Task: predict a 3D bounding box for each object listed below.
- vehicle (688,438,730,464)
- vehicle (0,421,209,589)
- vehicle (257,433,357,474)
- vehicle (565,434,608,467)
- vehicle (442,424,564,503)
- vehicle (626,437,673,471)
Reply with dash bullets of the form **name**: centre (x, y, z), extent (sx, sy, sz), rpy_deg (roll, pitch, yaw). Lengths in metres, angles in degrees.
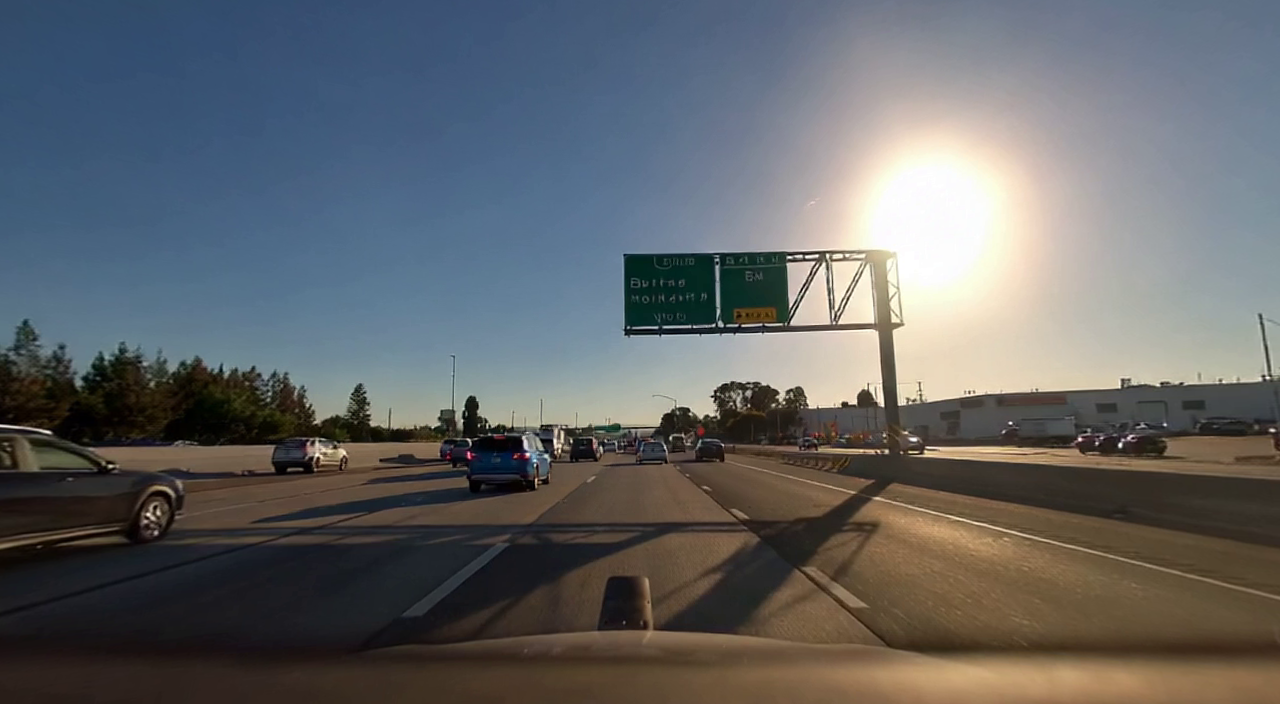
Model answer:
- **vehicle**: centre (4.116, 5.994, 38.368), extent (1.980, 1.492, 4.442), rpy_deg (0, -8, -1)
- **vehicle**: centre (-6.620, 1.476, 6.349), extent (1.831, 1.486, 3.778), rpy_deg (0, -8, 1)
- **vehicle**: centre (-15.024, 4.601, 28.766), extent (2.011, 1.708, 4.556), rpy_deg (0, -8, 0)
- **vehicle**: centre (-2.961, 5.557, 35.847), extent (2.007, 1.730, 4.412), rpy_deg (0, -8, 0)
- **vehicle**: centre (-3.204, 2.721, 15.798), extent (1.961, 1.687, 4.453), rpy_deg (0, -8, 1)
- **vehicle**: centre (0.408, 4.786, 29.717), extent (2.090, 1.474, 3.970), rpy_deg (0, -8, 0)
